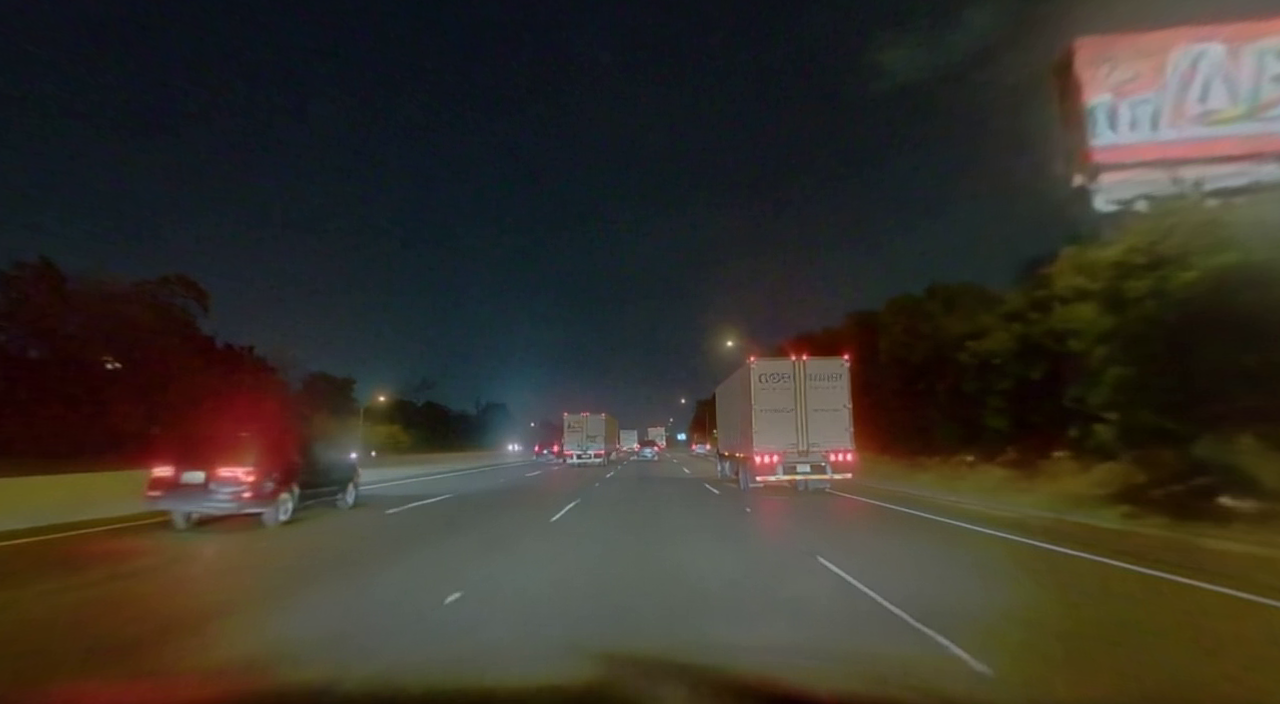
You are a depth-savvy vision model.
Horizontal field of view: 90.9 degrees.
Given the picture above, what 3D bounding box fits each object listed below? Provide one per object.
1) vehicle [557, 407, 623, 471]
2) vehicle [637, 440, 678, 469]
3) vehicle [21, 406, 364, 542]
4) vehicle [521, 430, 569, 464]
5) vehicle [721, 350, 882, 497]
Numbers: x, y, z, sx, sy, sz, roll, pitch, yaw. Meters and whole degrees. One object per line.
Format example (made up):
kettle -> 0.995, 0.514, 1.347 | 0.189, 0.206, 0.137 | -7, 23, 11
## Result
vehicle -> -2.622, 4.949, 35.624 | 2.745, 3.156, 7.608 | 0, -8, 2
vehicle -> 0.966, 5.550, 34.320 | 2.105, 1.502, 4.068 | 0, -8, 2
vehicle -> -7.319, 2.065, 11.322 | 2.272, 1.850, 5.156 | 0, -8, 1
vehicle -> -6.578, 6.694, 44.343 | 2.322, 2.195, 5.556 | 0, -8, 2
vehicle -> 4.328, 2.252, 18.909 | 2.895, 3.484, 7.631 | 0, -8, 1
